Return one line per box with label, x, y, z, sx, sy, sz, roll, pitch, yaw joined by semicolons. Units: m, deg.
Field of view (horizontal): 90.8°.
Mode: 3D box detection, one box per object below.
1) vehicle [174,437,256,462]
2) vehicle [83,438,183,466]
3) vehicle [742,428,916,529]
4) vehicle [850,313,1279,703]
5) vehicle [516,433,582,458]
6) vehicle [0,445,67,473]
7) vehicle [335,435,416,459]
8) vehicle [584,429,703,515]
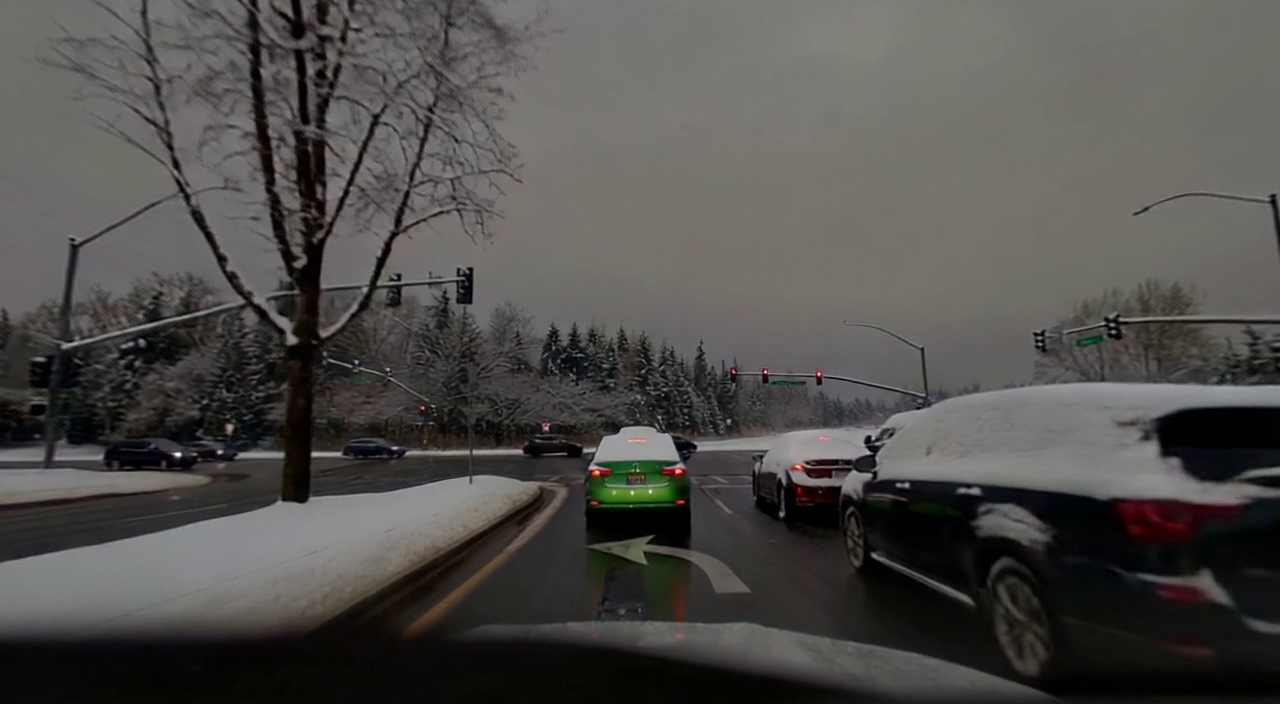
vehicle;-29.807;6.837;44.367;4.526;1.649;1.920;-1;-9;6
vehicle;-30.271;5.970;37.793;4.517;1.637;1.935;-1;-9;8
vehicle;3.146;2.197;11.569;1.861;1.479;4.371;0;-8;1
vehicle;3.418;1.094;4.568;2.111;1.780;4.990;0;-8;1
vehicle;-5.835;6.008;40.523;4.076;1.498;2.175;1;-9;-10
vehicle;-35.016;5.937;35.181;4.630;1.441;1.923;-1;-9;8
vehicle;-17.948;6.464;43.058;4.670;1.542;1.861;0;-8;1
vehicle;0.086;2.366;12.925;2.026;1.458;4.175;0;-8;1
